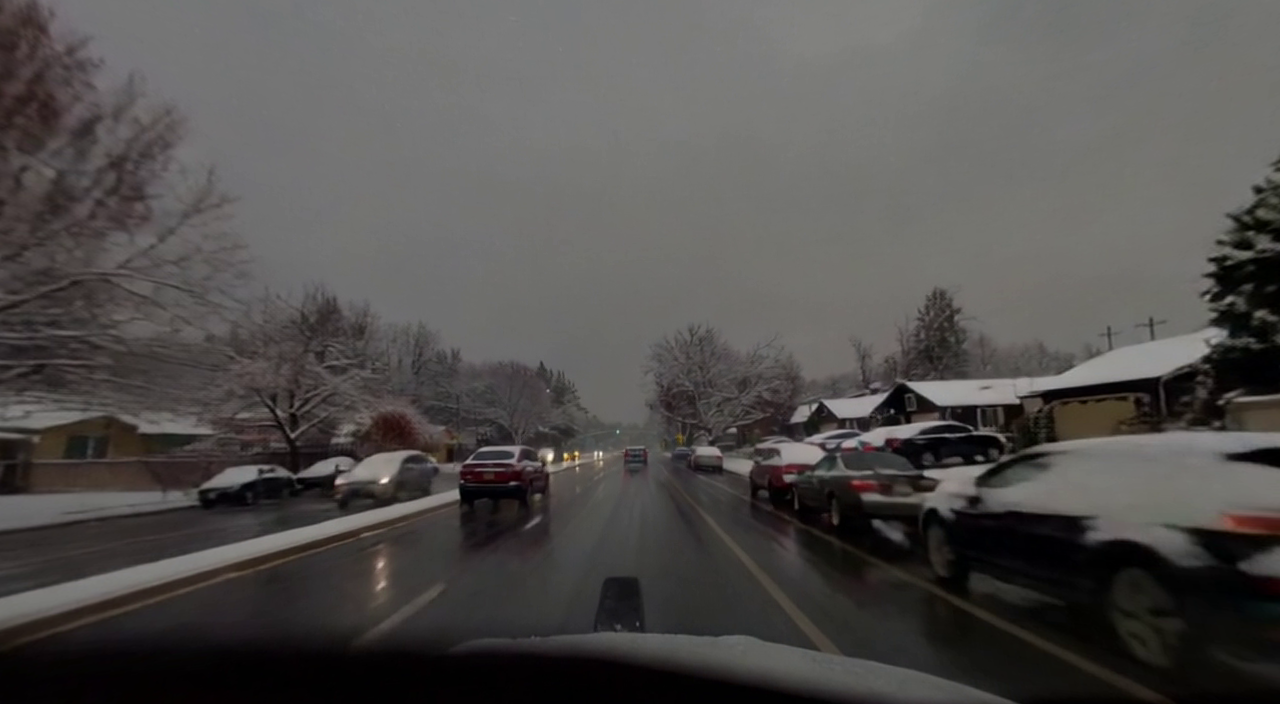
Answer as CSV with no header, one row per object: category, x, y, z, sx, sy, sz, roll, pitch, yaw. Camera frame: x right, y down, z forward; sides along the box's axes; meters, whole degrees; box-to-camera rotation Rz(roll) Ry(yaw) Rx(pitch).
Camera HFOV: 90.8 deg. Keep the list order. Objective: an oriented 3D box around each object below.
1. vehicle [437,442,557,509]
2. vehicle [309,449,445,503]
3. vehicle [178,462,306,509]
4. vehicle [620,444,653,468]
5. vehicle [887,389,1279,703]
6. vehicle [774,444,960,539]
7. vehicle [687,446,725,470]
vehicle,-3.472,3.077,16.282,2.027,1.477,4.413,0,-9,0
vehicle,-8.310,3.933,20.568,2.075,1.487,4.792,-1,-9,4
vehicle,-14.894,4.997,23.976,1.862,1.466,4.429,-1,-9,2
vehicle,-0.239,7.069,43.051,2.088,1.495,4.048,0,-9,0
vehicle,4.207,1.386,5.472,2.045,1.702,4.916,0,-9,-1
vehicle,4.039,2.535,12.220,1.881,1.453,4.574,0,-9,0
vehicle,4.306,6.961,41.668,1.944,1.470,4.530,0,-9,-1
